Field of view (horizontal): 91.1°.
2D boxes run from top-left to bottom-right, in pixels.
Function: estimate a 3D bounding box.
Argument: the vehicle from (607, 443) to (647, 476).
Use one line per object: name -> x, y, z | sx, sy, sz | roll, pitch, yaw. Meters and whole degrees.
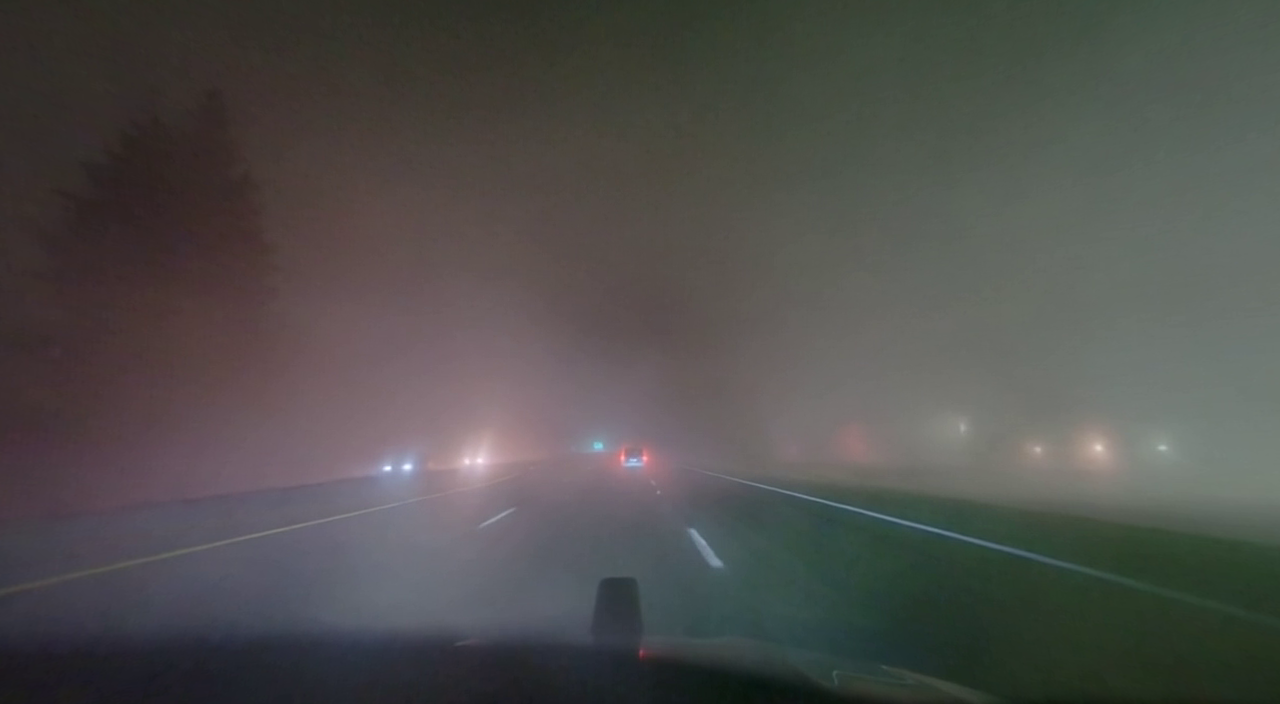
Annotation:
vehicle -> -0.674, 6.099, 35.815 | 2.120, 1.715, 4.153 | 0, -9, 0
